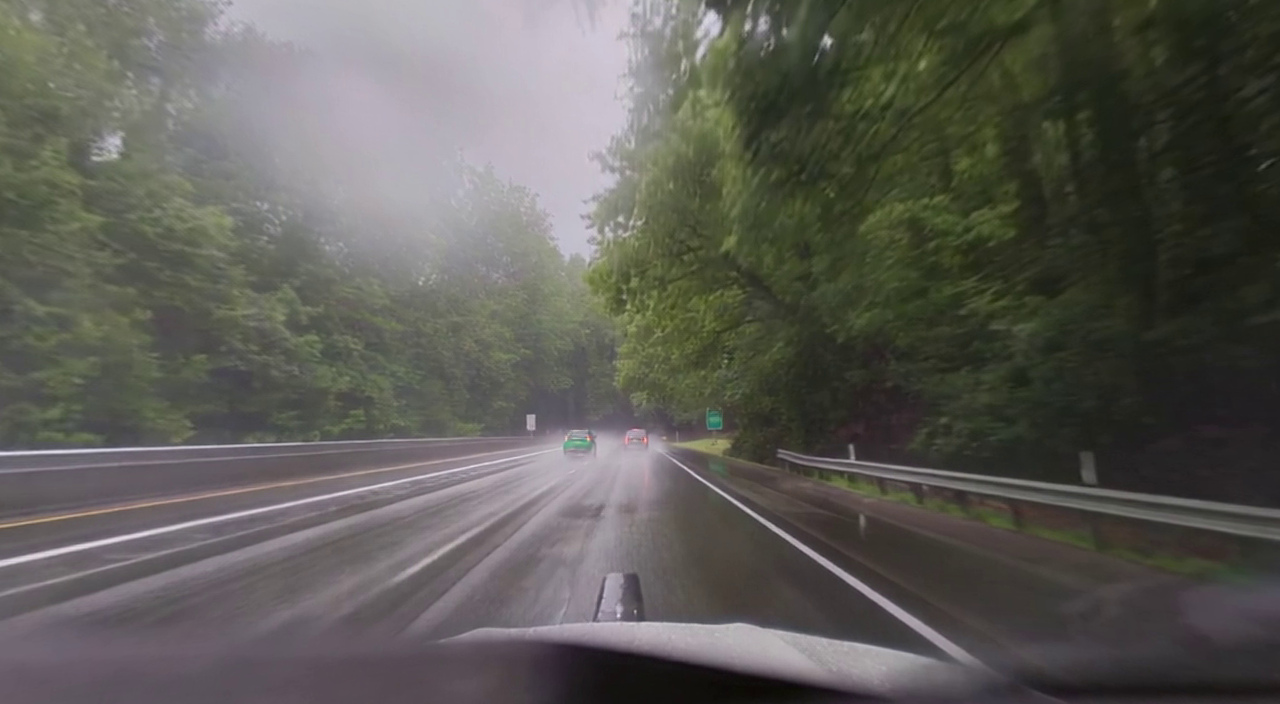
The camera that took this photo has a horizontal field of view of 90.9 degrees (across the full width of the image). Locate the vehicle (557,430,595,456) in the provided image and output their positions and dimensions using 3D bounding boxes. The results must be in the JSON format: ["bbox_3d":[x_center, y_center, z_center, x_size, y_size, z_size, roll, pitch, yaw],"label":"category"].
[{"bbox_3d":[-4.170,6.022,41.733,2.055,1.610,4.116,0,-8,0],"label":"vehicle"}]

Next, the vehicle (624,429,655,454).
[{"bbox_3d":[-0.019,6.575,46.362,2.170,1.790,4.490,0,-8,0],"label":"vehicle"}]
